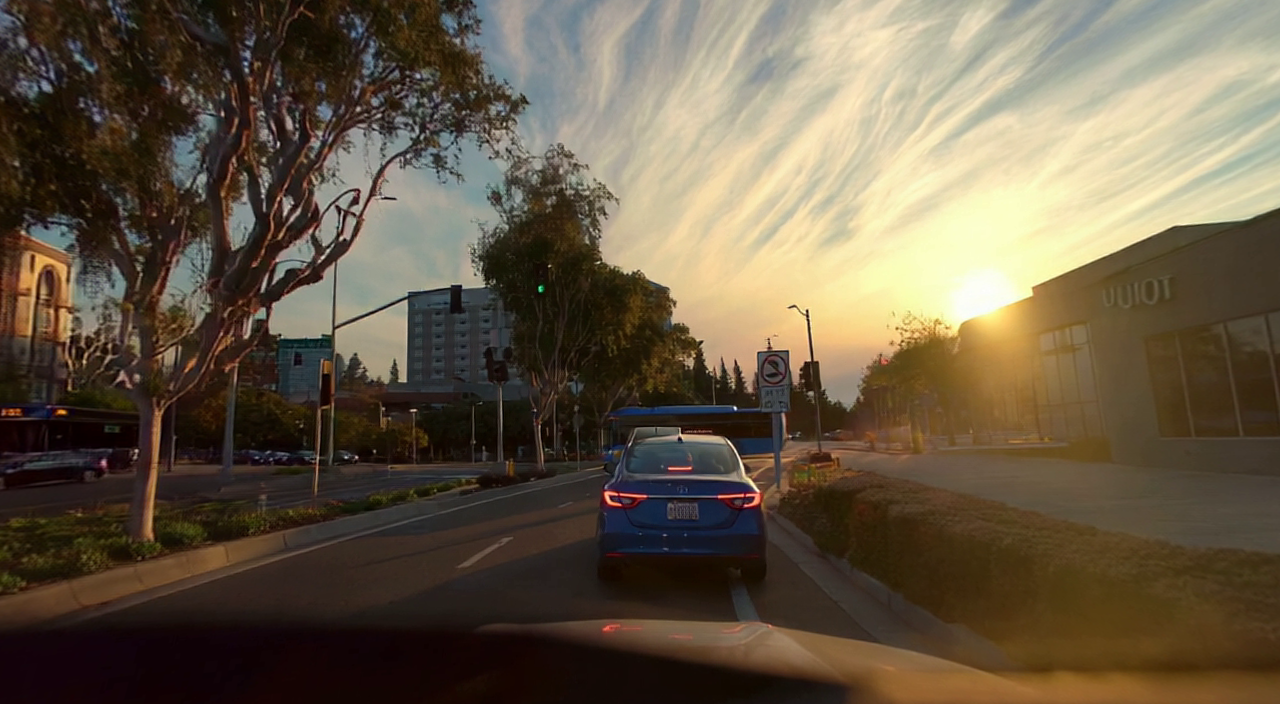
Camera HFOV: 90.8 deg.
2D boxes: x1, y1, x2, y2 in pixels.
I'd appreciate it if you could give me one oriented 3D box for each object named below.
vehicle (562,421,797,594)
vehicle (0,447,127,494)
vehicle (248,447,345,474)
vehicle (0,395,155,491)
[{"bbox_3d":[0.374,1.621,7.398,2.006,1.470,3.799,0,-8,1],"label":"vehicle"},{"bbox_3d":[-22.892,4.472,24.189,1.892,1.645,4.561,-3,-9,19],"label":"vehicle"},{"bbox_3d":[-20.308,6.386,37.601,1.883,1.461,4.830,-4,-9,23],"label":"vehicle"},{"bbox_3d":[-25.952,3.648,25.331,2.692,3.685,10.153,-3,-9,20],"label":"vehicle"}]
